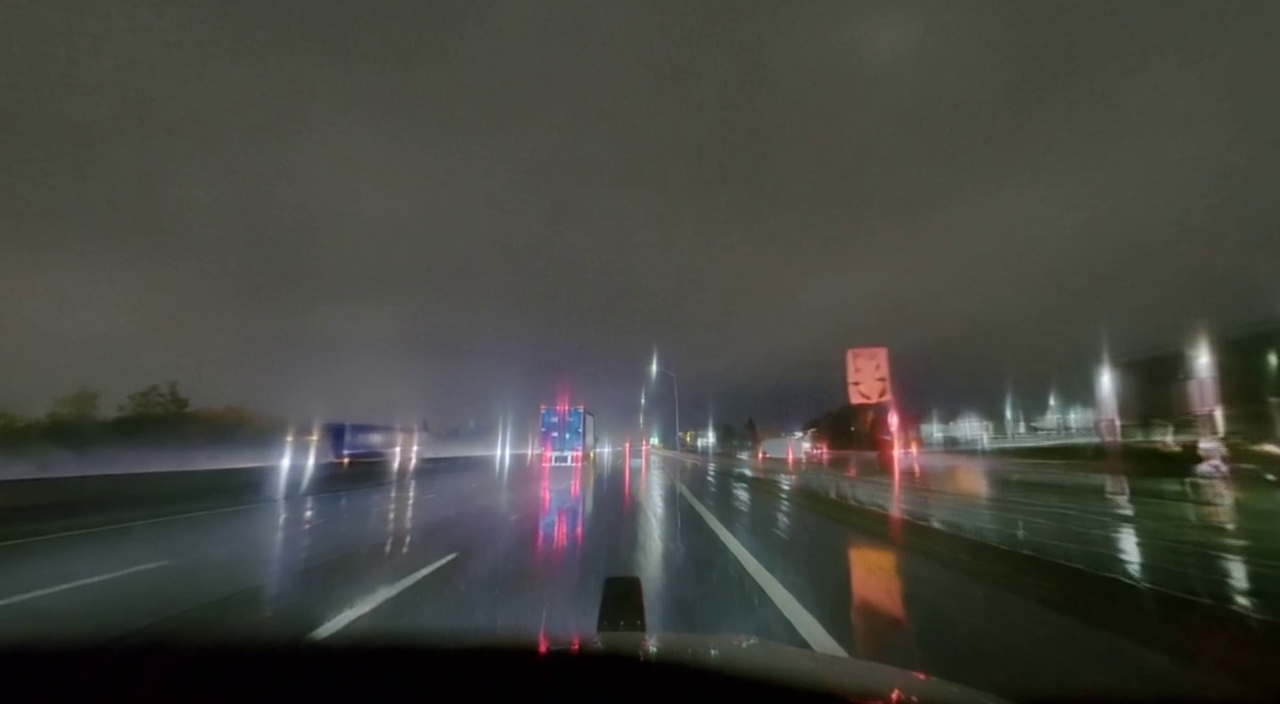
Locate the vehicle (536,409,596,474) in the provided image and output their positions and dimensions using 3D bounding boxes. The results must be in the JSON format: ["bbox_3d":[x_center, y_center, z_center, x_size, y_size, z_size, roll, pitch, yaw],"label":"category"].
[{"bbox_3d":[-4.258,5.398,37.660,2.707,3.461,7.191,0,-9,0],"label":"vehicle"}]

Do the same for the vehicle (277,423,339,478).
[{"bbox_3d":[-24.481,7.262,46.673,2.906,3.916,2.637,0,-9,-1],"label":"vehicle"}]
